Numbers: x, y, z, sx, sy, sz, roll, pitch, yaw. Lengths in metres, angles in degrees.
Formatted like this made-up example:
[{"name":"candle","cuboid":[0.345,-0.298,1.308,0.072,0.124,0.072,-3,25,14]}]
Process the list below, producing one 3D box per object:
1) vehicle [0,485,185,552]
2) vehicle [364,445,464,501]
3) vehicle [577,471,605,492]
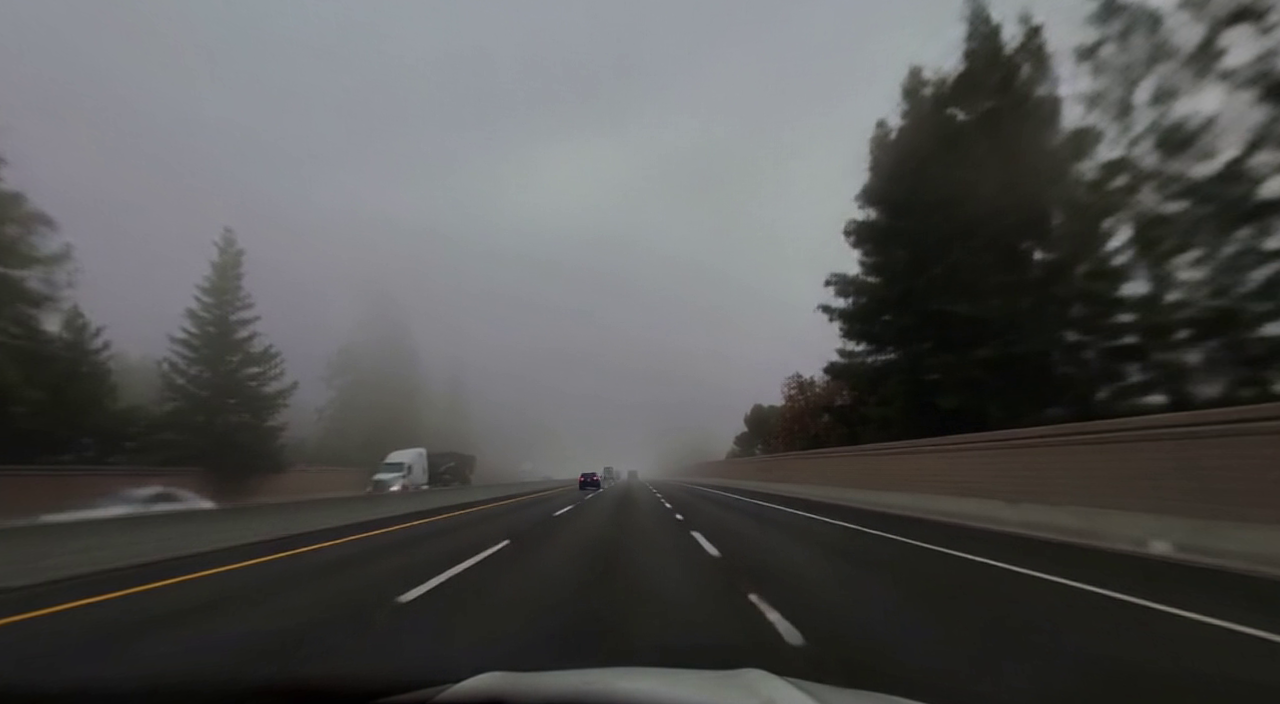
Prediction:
[{"name":"vehicle","cuboid":[-15.372,4.493,17.491,2.025,1.444,4.483,1,-11,1]},{"name":"vehicle","cuboid":[-17.143,9.416,49.177,3.031,3.715,12.365,1,-11,0]},{"name":"vehicle","cuboid":[-3.701,9.793,47.768,1.863,1.486,3.852,1,-11,-1]}]
